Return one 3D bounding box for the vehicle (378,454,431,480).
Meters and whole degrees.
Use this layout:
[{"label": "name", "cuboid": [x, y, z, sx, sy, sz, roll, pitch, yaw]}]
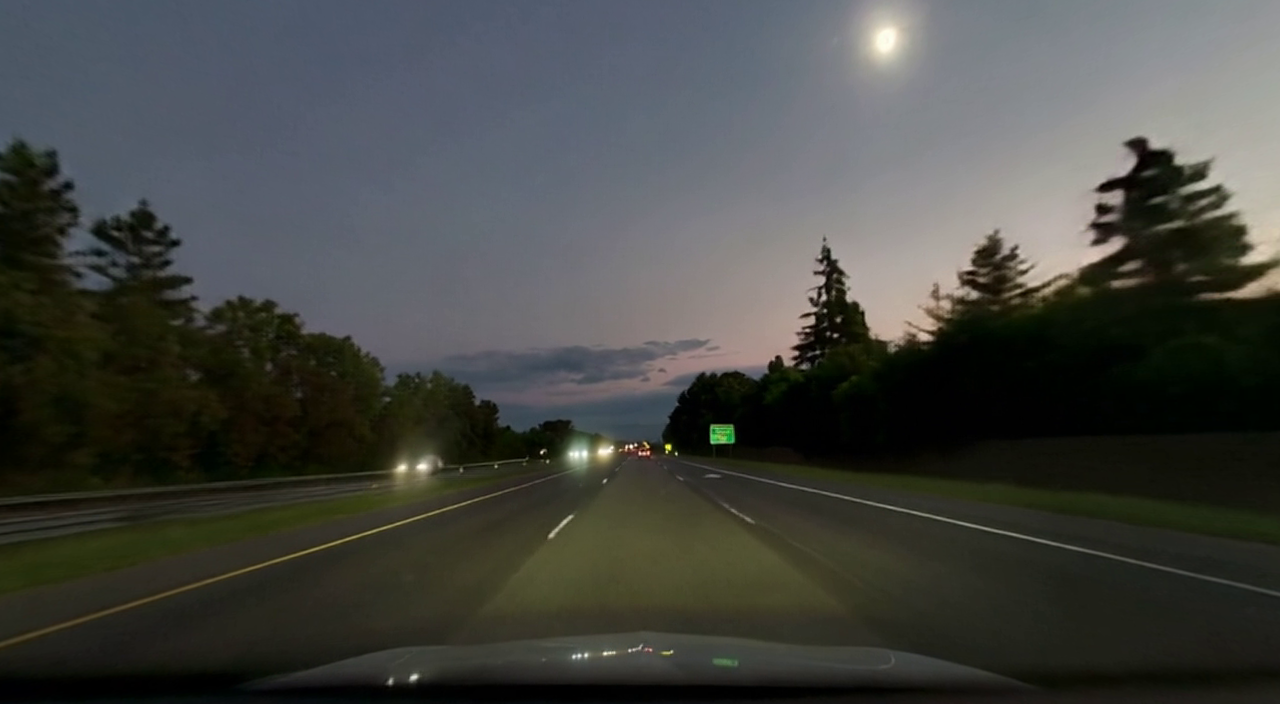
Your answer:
[{"label": "vehicle", "cuboid": [-16.281, 7.948, 43.852, 1.904, 1.611, 4.377, 0, -9, 1]}]
